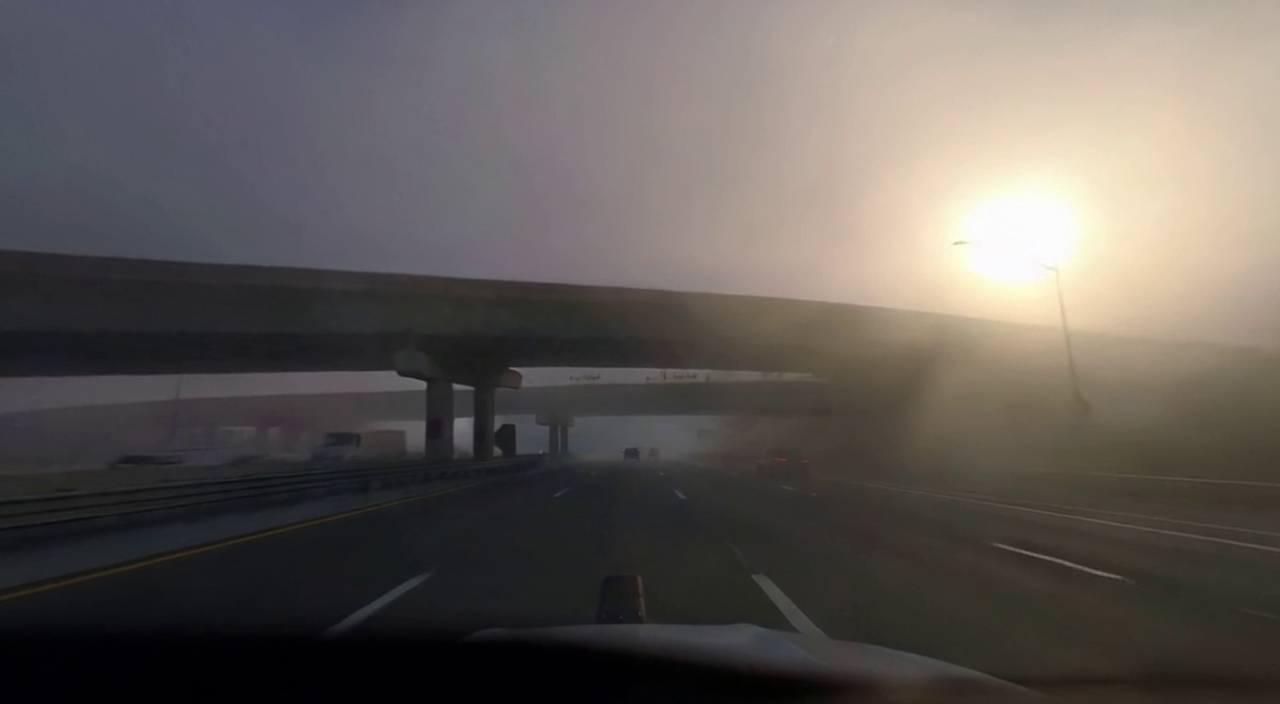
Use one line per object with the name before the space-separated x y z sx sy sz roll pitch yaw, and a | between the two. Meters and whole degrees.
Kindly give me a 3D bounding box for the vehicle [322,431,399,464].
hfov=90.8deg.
vehicle | -17.434 6.011 39.751 2.233 1.914 5.676 0 -9 0
